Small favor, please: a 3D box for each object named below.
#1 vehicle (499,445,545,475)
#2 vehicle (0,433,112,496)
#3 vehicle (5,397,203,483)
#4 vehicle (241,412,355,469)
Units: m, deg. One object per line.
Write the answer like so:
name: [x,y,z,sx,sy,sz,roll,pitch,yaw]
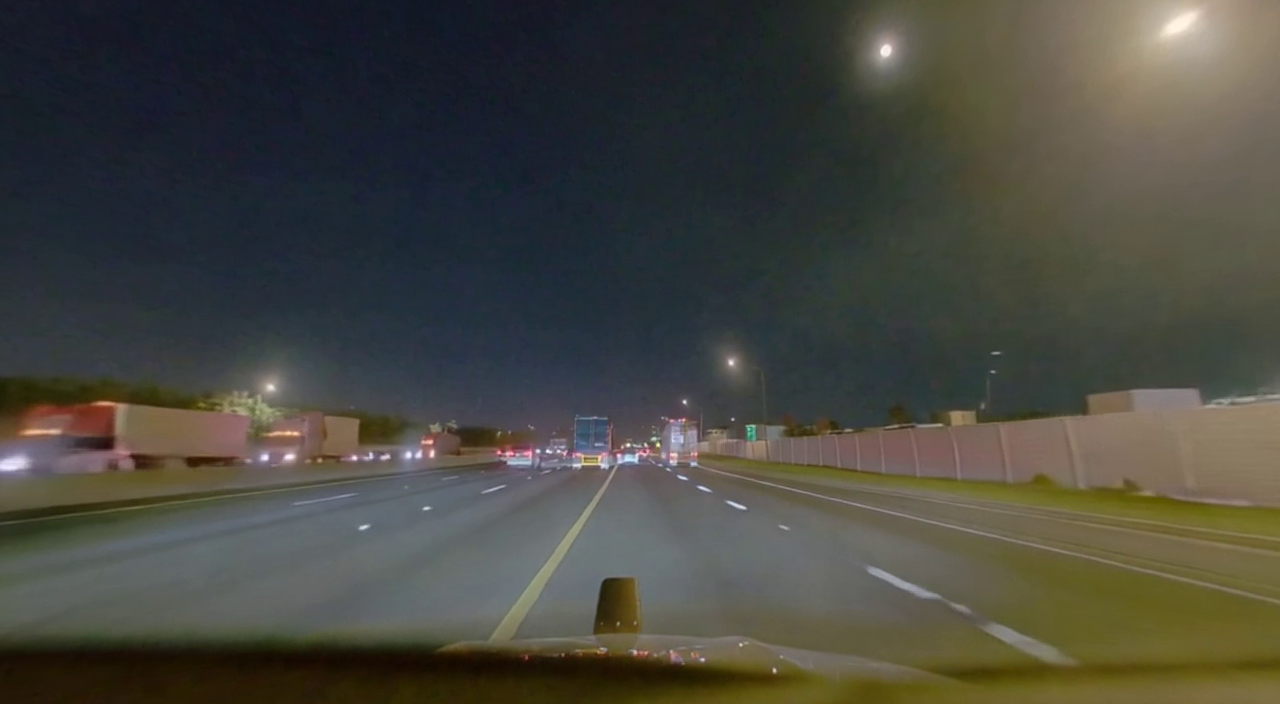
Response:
vehicle: [-7.079,6.469,38.284,2.132,1.679,4.045,0,-9,-2]
vehicle: [-18.904,3.251,18.381,2.180,1.717,5.809,0,-9,-1]
vehicle: [-26.889,4.553,32.564,2.985,3.820,8.369,0,-9,-2]
vehicle: [-23.414,6.219,44.126,2.915,3.535,9.511,0,-9,-2]
